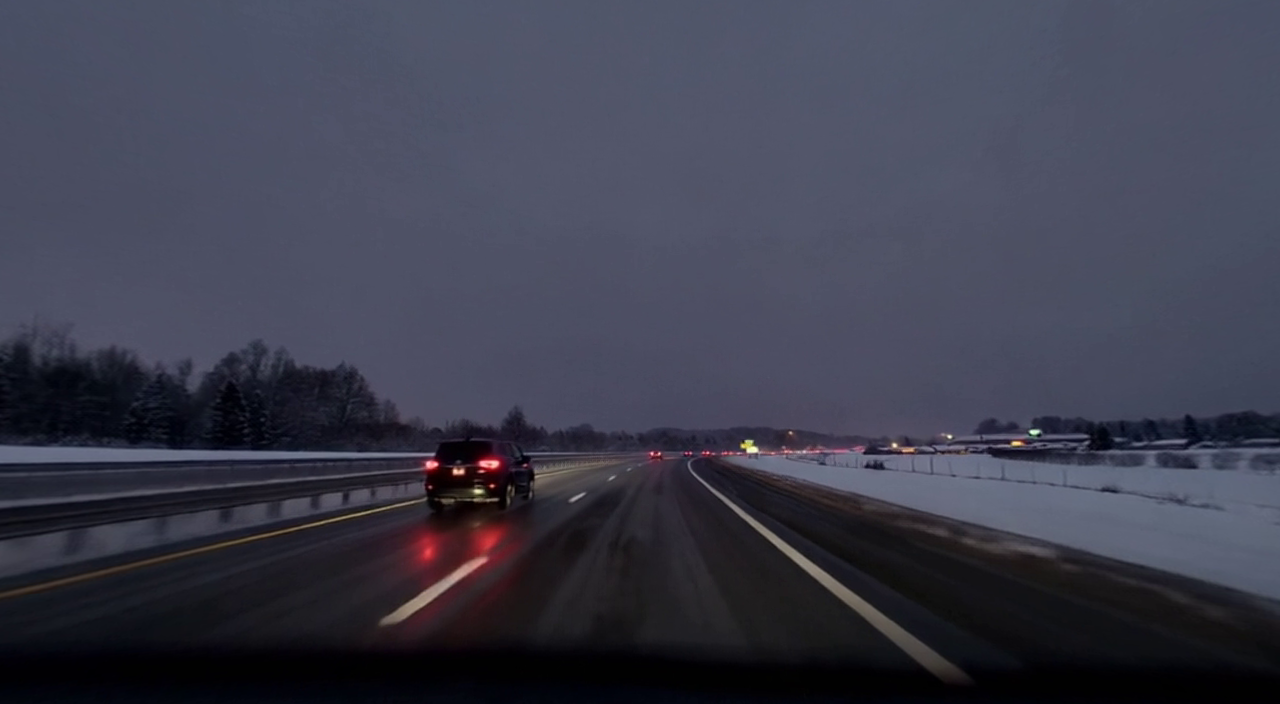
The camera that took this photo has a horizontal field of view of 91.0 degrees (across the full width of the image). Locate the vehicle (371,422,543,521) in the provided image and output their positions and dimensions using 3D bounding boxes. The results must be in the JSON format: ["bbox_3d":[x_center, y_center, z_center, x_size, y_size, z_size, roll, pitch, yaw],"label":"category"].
[{"bbox_3d":[-3.704,2.539,13.881,2.193,1.771,4.757,0,-9,2],"label":"vehicle"}]
